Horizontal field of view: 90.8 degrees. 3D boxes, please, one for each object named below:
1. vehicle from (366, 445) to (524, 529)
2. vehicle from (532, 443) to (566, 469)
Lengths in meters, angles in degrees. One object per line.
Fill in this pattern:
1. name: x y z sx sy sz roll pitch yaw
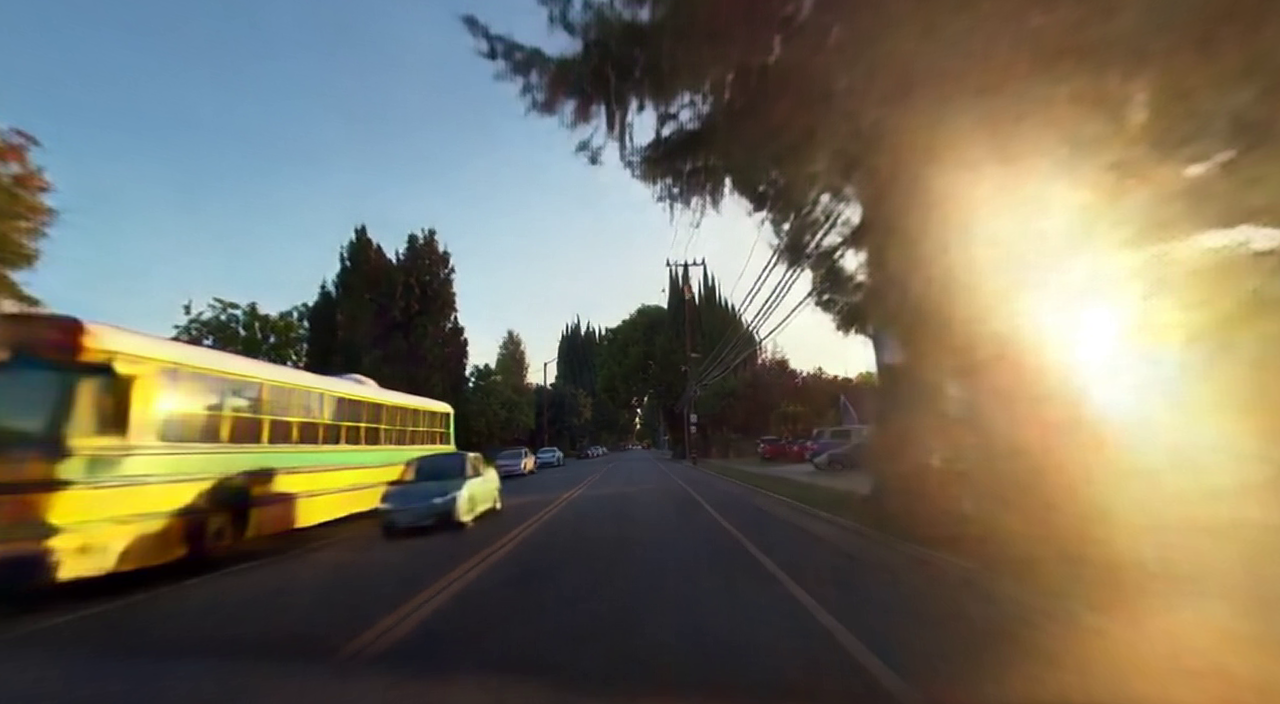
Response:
1. vehicle: -3.955 2.788 13.704 2.033 1.502 4.240 0 -9 0
2. vehicle: -6.869 7.916 48.267 1.923 1.687 4.511 -4 -8 -1
